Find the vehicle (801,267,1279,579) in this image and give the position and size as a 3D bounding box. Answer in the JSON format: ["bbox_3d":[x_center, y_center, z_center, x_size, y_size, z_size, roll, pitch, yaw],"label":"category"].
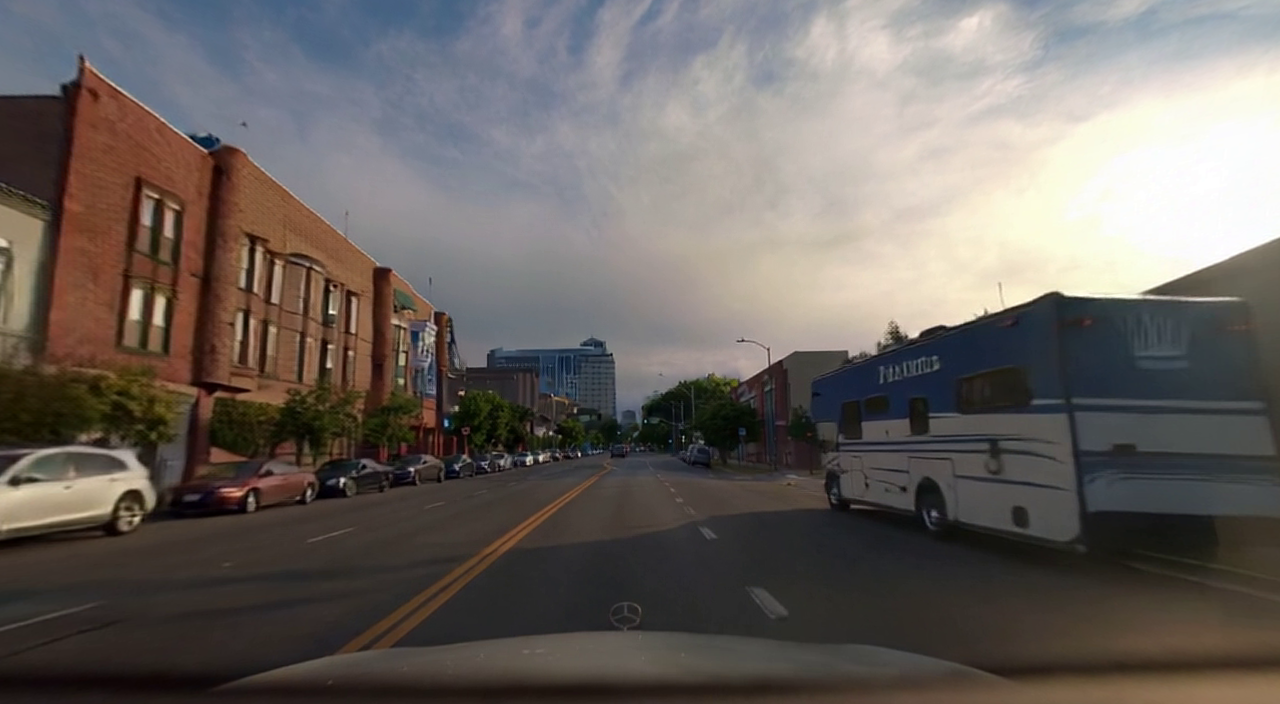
[{"bbox_3d":[6.057,1.460,11.954,3.102,3.473,9.734,0,-8,-2],"label":"vehicle"}]

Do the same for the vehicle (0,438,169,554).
[{"bbox_3d":[-9.998,2.113,9.559,2.276,1.597,4.421,0,-9,0],"label":"vehicle"}]

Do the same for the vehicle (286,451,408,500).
[{"bbox_3d":[-10.040,4.240,22.188,1.959,1.451,4.990,0,-8,-1],"label":"vehicle"}]

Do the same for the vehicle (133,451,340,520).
[{"bbox_3d":[-9.999,3.311,16.302,2.078,1.427,4.900,0,-8,0],"label":"vehicle"}]

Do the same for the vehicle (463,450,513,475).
[{"bbox_3d":[-10.133,7.373,42.530,1.995,1.564,5.321,0,-8,0],"label":"vehicle"}]

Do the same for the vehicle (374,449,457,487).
[{"bbox_3d":[-10.037,5.198,28.662,1.918,1.535,4.834,0,-8,1],"label":"vehicle"}]
